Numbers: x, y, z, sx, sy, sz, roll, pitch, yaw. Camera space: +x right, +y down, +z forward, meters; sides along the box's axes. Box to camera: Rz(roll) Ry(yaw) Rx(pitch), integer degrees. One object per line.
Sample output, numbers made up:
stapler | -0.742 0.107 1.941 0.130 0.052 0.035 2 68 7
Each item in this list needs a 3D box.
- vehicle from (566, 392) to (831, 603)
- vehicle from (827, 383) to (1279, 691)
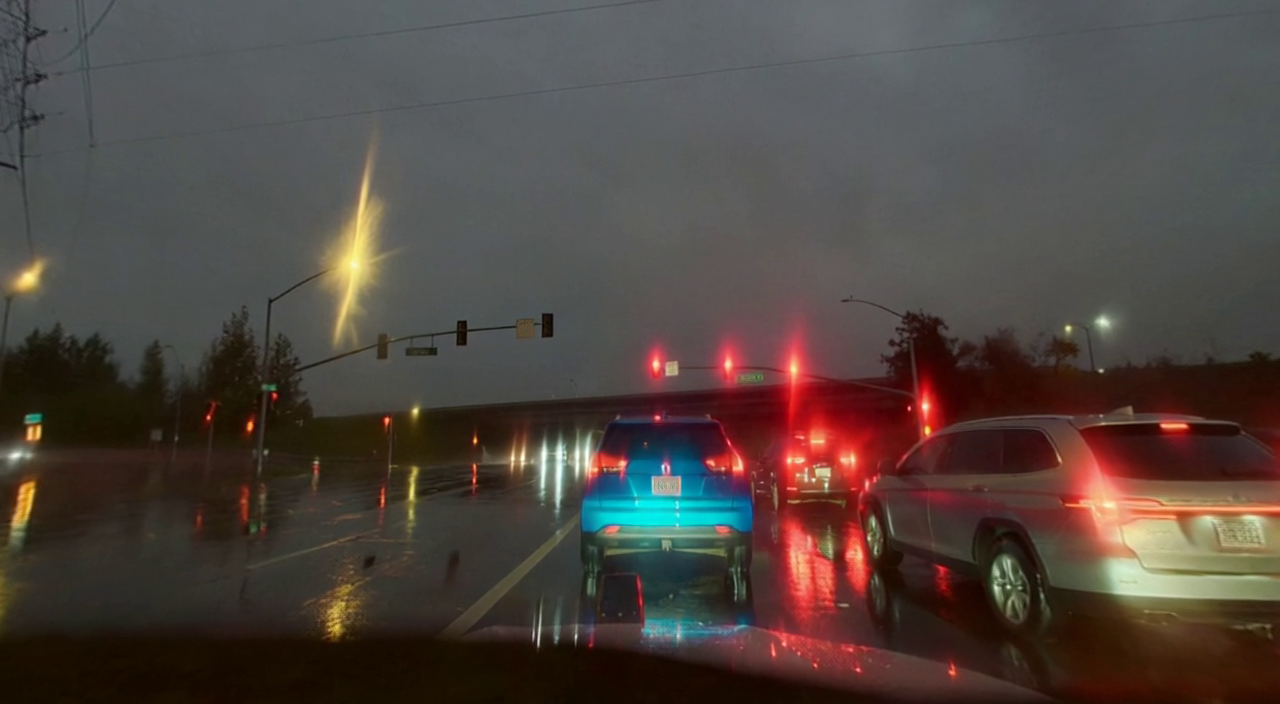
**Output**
vehicle | 0.451 1.555 7.613 2.240 1.778 4.335 0 -8 -1
vehicle | 3.410 1.336 5.786 1.990 1.649 4.625 0 -8 0
